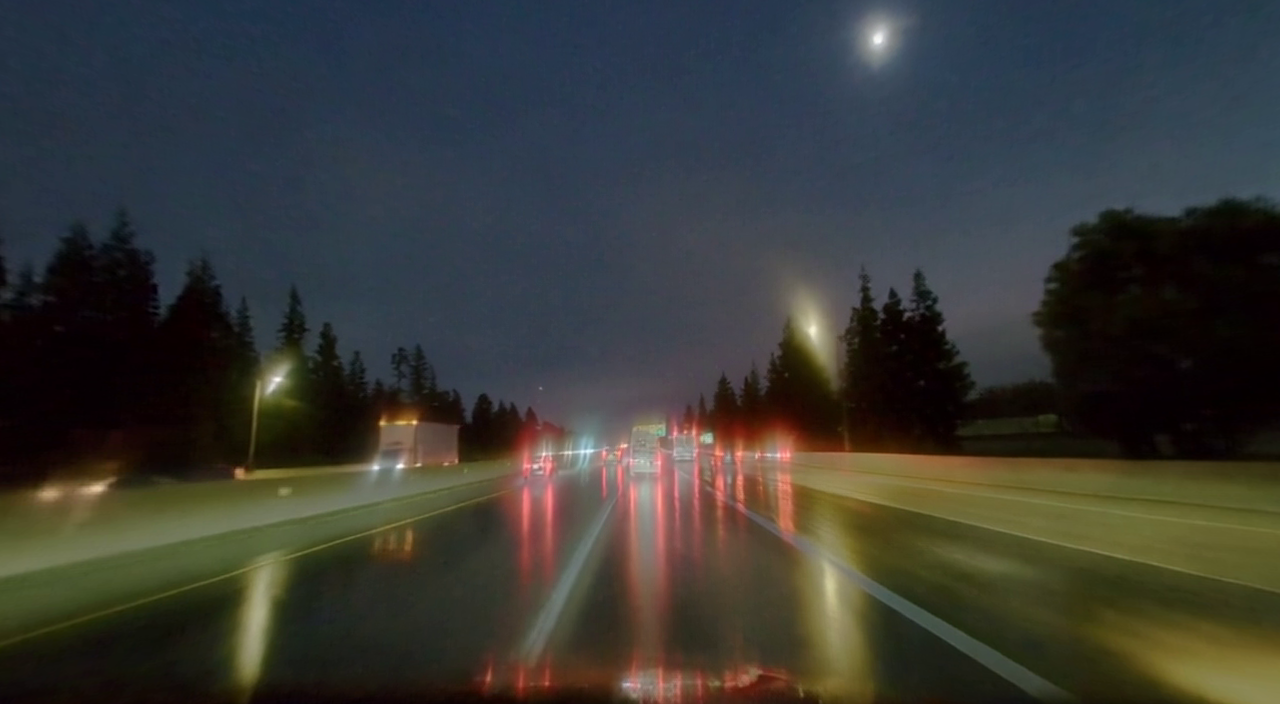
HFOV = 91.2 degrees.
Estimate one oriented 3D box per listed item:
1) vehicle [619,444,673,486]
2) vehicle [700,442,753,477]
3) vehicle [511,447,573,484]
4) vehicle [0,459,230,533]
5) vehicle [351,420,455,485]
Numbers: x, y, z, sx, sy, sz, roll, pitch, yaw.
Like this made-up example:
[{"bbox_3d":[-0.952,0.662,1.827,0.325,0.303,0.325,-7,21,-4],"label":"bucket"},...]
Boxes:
[{"bbox_3d":[0.233,4.607,25.812,2.015,1.526,4.286,0,-9,0],"label":"vehicle"},{"bbox_3d":[4.345,5.488,32.100,2.018,1.639,4.149,0,-9,-1],"label":"vehicle"},{"bbox_3d":[-4.167,4.909,27.368,1.967,1.473,4.439,0,-9,1],"label":"vehicle"},{"bbox_3d":[-12.794,3.484,15.718,1.923,1.488,4.501,0,-9,0],"label":"vehicle"},{"bbox_3d":[-12.524,5.416,33.902,2.653,3.121,6.846,-1,-9,3],"label":"vehicle"}]
